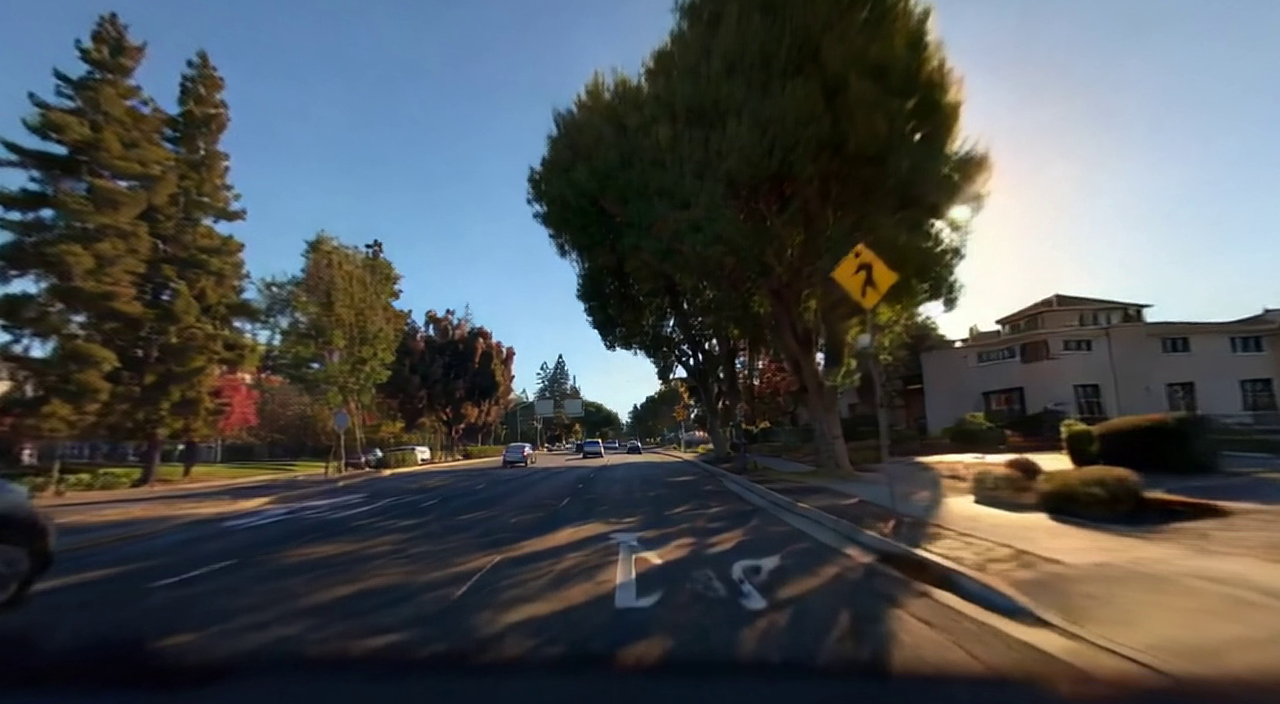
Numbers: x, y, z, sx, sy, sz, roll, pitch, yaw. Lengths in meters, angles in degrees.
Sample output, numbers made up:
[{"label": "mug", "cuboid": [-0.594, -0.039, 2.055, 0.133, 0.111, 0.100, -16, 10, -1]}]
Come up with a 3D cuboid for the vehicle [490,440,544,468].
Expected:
[{"label": "vehicle", "cuboid": [-6.620, 5.555, 34.424, 2.072, 1.427, 4.328, 0, -8, 0]}]

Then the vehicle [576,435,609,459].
[{"label": "vehicle", "cuboid": [-3.503, 7.080, 46.941, 2.100, 1.661, 3.837, 0, -8, 0]}]
